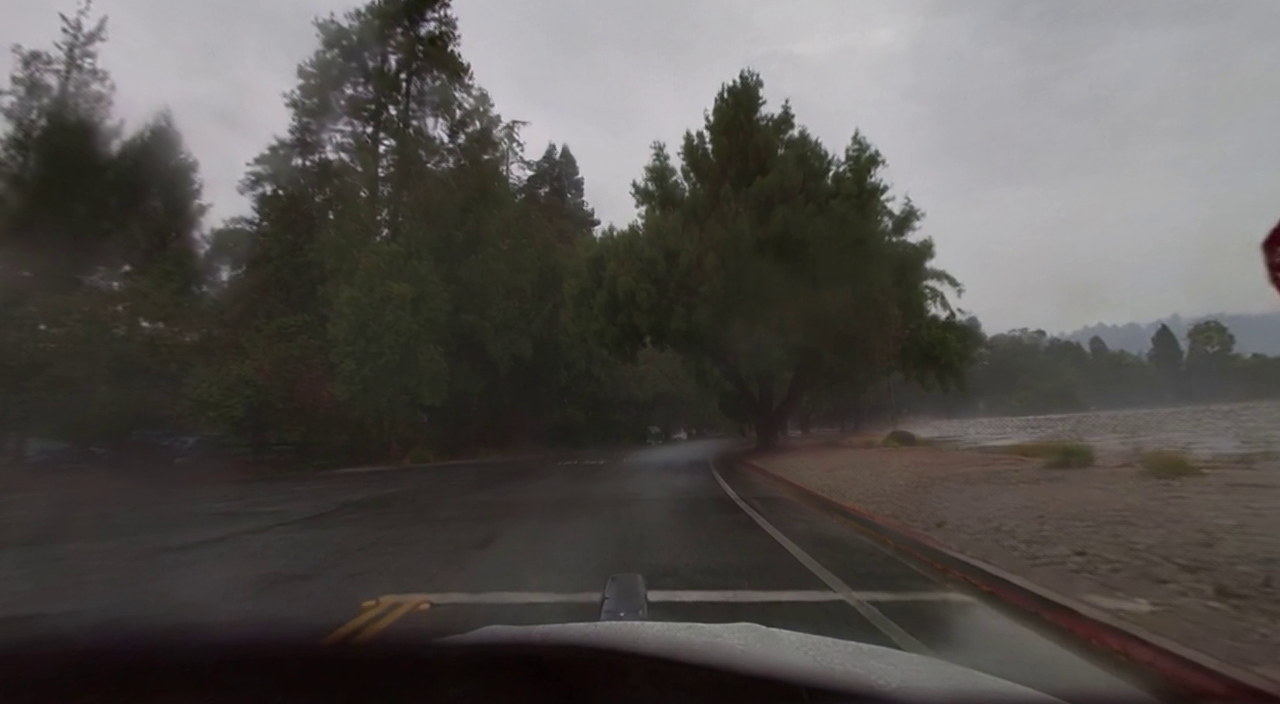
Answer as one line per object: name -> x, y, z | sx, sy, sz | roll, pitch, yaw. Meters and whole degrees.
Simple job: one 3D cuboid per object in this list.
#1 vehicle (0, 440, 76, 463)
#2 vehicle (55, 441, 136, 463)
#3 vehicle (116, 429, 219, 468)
vehicle -> -44.408, 7.283, 46.295 | 4.229, 1.674, 1.996 | -1, -8, 4
vehicle -> -39.363, 7.219, 45.717 | 4.258, 1.584, 1.843 | -1, -8, 5
vehicle -> -28.020, 5.698, 37.514 | 4.733, 1.892, 1.939 | -4, -4, 3
